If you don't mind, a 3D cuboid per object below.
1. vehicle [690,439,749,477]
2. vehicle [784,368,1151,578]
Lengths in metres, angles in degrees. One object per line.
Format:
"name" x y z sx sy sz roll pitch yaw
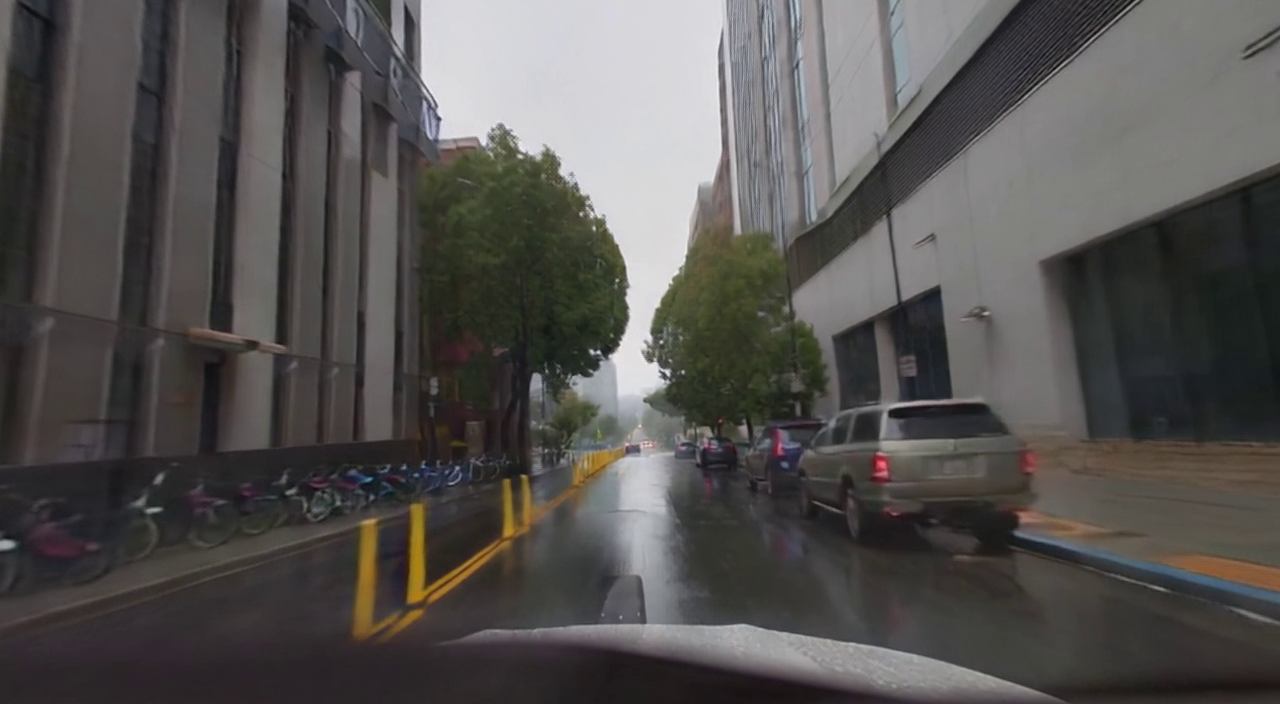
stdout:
"vehicle" 3.360 4.558 27.544 1.963 1.445 4.948 -1 -8 1
"vehicle" 3.498 1.442 8.175 2.127 1.864 4.892 -1 -8 1
